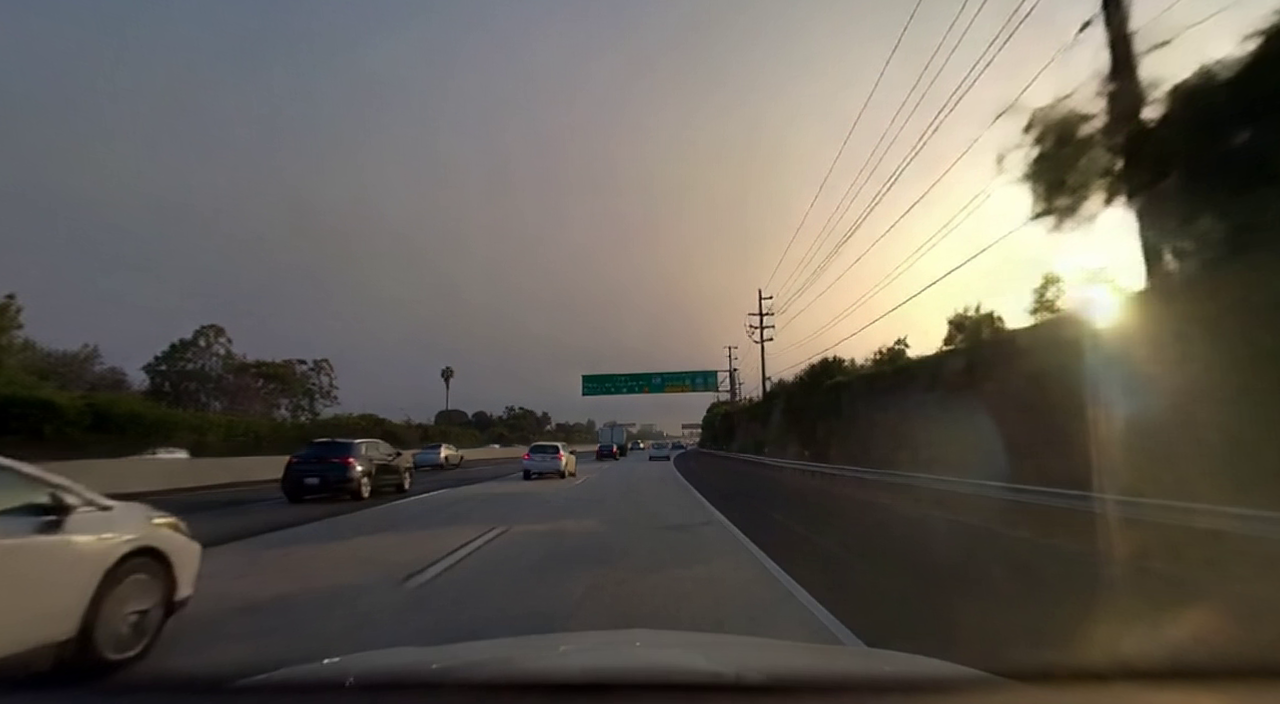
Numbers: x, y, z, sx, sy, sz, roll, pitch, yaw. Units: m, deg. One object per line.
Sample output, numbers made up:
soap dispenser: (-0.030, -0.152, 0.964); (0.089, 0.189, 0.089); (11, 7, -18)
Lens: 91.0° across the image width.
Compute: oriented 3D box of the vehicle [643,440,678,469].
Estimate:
vehicle: (1.308, 6.316, 38.832); (2.038, 1.677, 4.219); (0, -9, 3)

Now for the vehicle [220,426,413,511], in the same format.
vehicle: (-7.463, 2.735, 15.267); (2.043, 1.696, 4.851); (0, -9, 1)

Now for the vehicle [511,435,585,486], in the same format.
vehicle: (-3.254, 3.932, 23.105); (1.976, 1.688, 4.124); (0, -9, 1)

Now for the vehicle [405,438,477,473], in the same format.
vehicle: (-10.449, 5.492, 33.558); (2.097, 1.722, 4.981); (0, -9, 2)

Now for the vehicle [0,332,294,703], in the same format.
vehicle: (-3.680, 0.759, 2.059); (2.202, 1.801, 4.959); (0, -9, 1)
